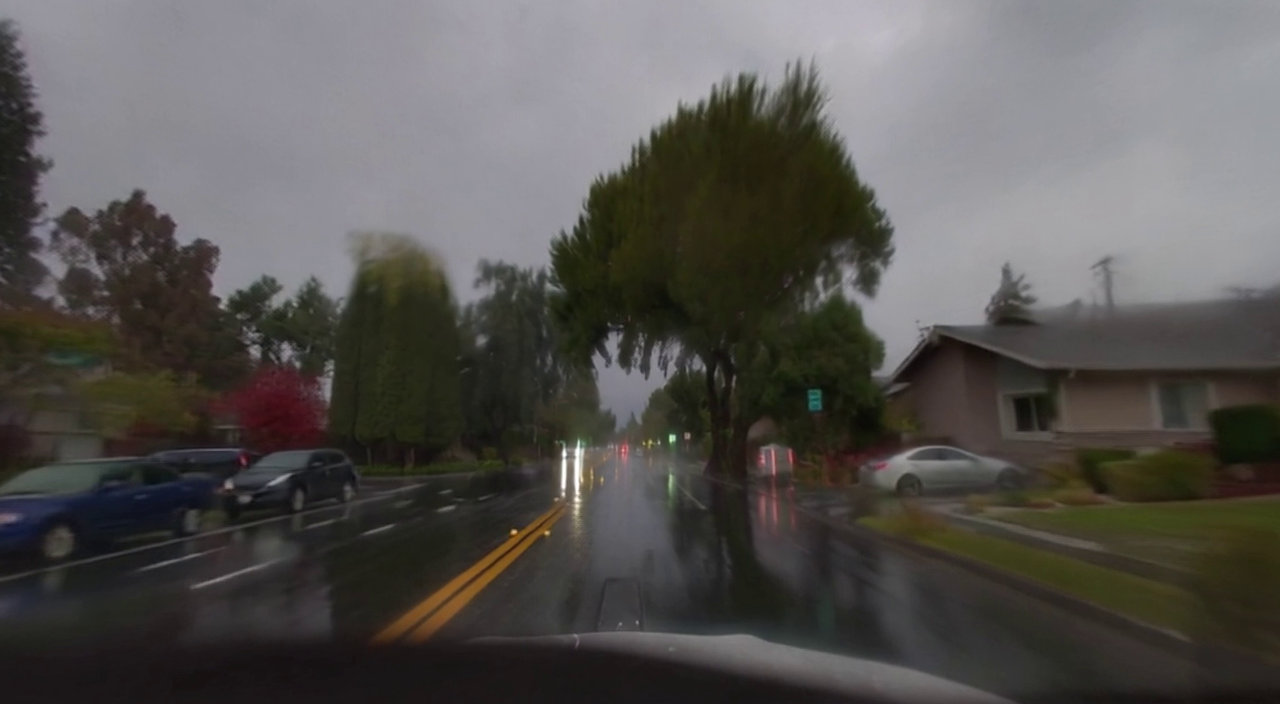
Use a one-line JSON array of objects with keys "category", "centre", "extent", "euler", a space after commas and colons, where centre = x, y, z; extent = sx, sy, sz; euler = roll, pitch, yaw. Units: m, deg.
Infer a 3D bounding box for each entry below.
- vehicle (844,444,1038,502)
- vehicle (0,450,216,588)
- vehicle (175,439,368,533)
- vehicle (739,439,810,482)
[{"category": "vehicle", "centre": [8.180, 3.312, 17.537], "extent": [4.438, 1.466, 1.943], "euler": [-1, -9, 10]}, {"category": "vehicle", "centre": [-9.145, 2.429, 9.992], "extent": [1.998, 1.684, 4.180], "euler": [1, -9, -2]}, {"category": "vehicle", "centre": [-9.374, 3.362, 16.683], "extent": [2.181, 1.938, 4.931], "euler": [-2, -7, 0]}, {"category": "vehicle", "centre": [5.823, 4.743, 27.838], "extent": [2.096, 1.713, 4.606], "euler": [0, -9, -1]}]
